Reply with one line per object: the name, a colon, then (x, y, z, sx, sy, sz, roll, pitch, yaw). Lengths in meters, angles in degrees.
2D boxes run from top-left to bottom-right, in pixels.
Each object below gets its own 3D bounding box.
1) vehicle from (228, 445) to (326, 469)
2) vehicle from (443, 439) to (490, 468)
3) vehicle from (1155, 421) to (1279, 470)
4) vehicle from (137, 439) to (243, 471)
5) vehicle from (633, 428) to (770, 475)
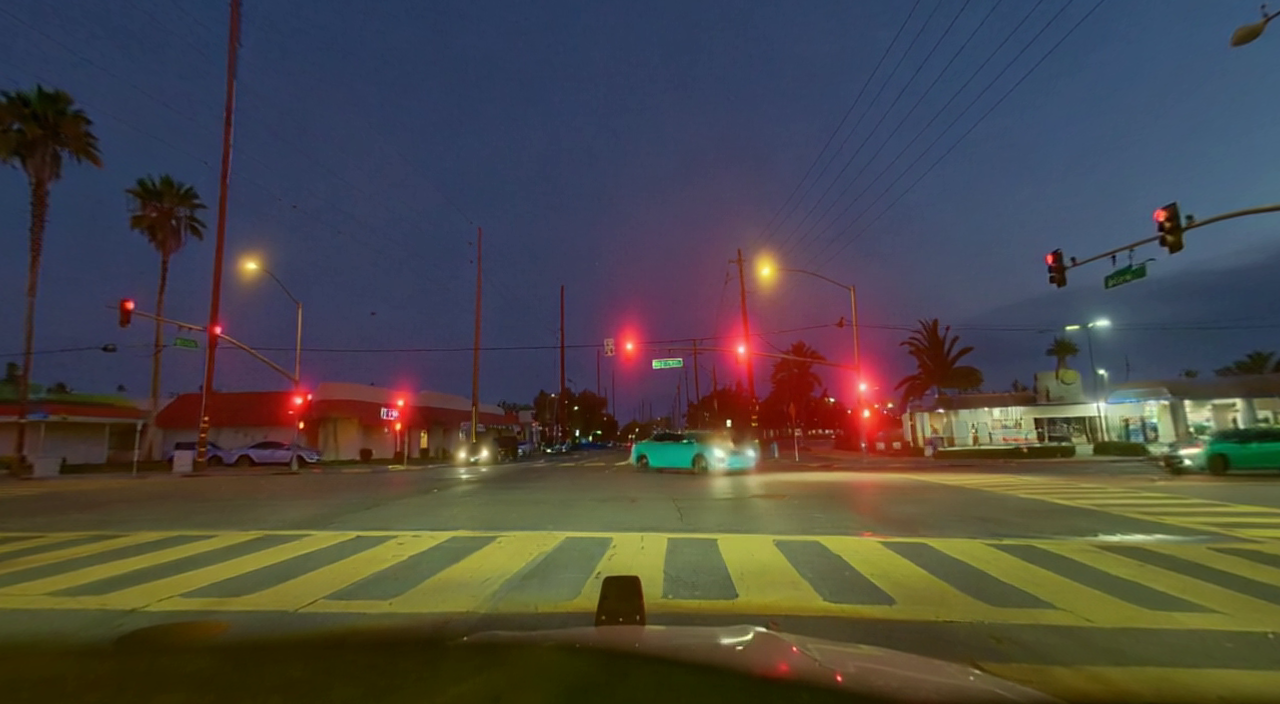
vehicle: (-22.276, 6.433, 38.857, 4.849, 1.444, 1.881, 0, -8, 1)
vehicle: (-11.936, 6.998, 43.749, 2.016, 1.717, 4.287, -1, -6, 1)
vehicle: (20.035, 3.007, 20.356, 4.918, 1.479, 1.897, -1, -9, 9)
vehicle: (-25.889, 5.931, 36.469, 4.613, 1.820, 2.021, -1, -9, 3)
vehicle: (2.043, 3.557, 22.785, 2.223, 1.490, 5.094, 5, -10, -32)
